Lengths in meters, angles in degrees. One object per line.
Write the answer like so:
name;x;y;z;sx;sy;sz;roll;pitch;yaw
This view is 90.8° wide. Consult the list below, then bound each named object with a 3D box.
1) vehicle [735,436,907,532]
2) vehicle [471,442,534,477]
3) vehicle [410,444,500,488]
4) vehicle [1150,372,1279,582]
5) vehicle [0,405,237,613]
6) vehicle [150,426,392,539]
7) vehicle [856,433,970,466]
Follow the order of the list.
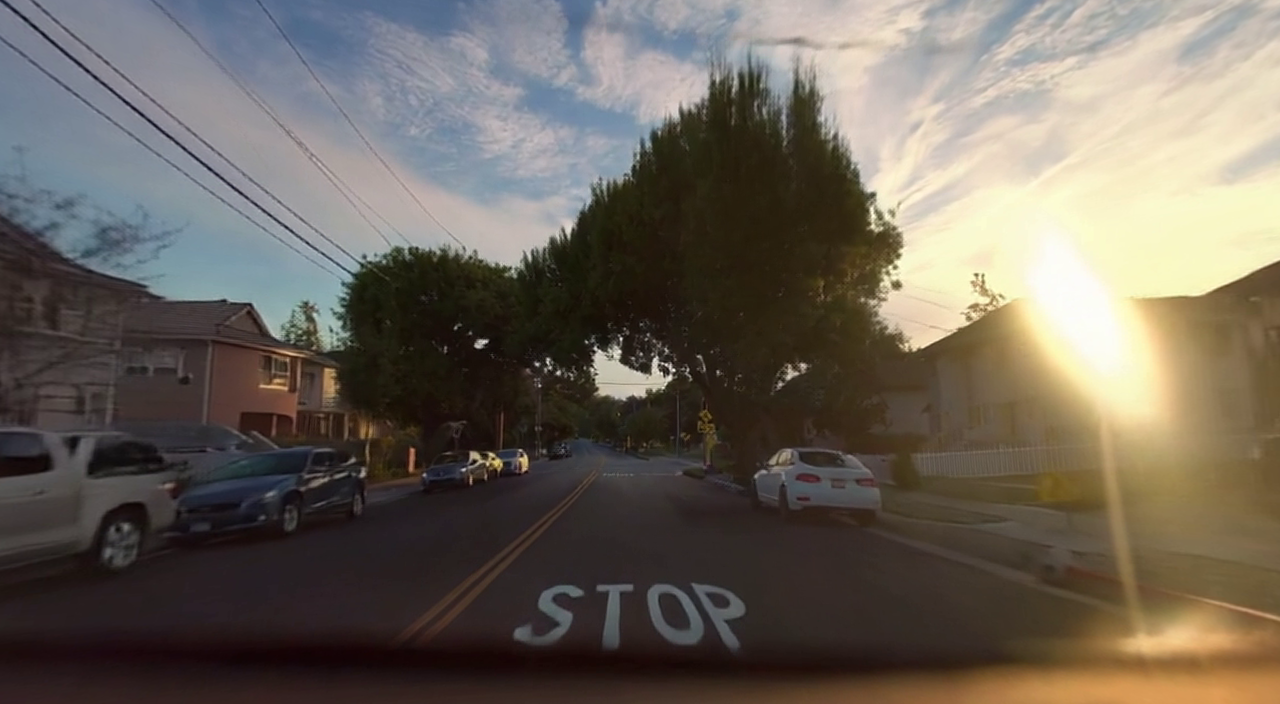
vehicle;3.367;2.561;13.057;1.963;1.536;5.446;0;-9;0
vehicle;-6.546;5.186;30.602;2.026;1.560;4.062;0;-9;2
vehicle;-6.811;4.225;23.829;2.056;1.481;4.451;0;-9;0
vehicle;8.415;1.031;5.647;5.541;1.820;2.319;-2;-10;1
vehicle;-6.546;1.400;5.777;2.136;1.757;5.365;0;-9;0
vehicle;-6.561;2.351;12.025;1.896;1.703;4.586;0;-9;-1
vehicle;16.874;6.059;39.278;6.022;1.953;2.250;0;-9;1
